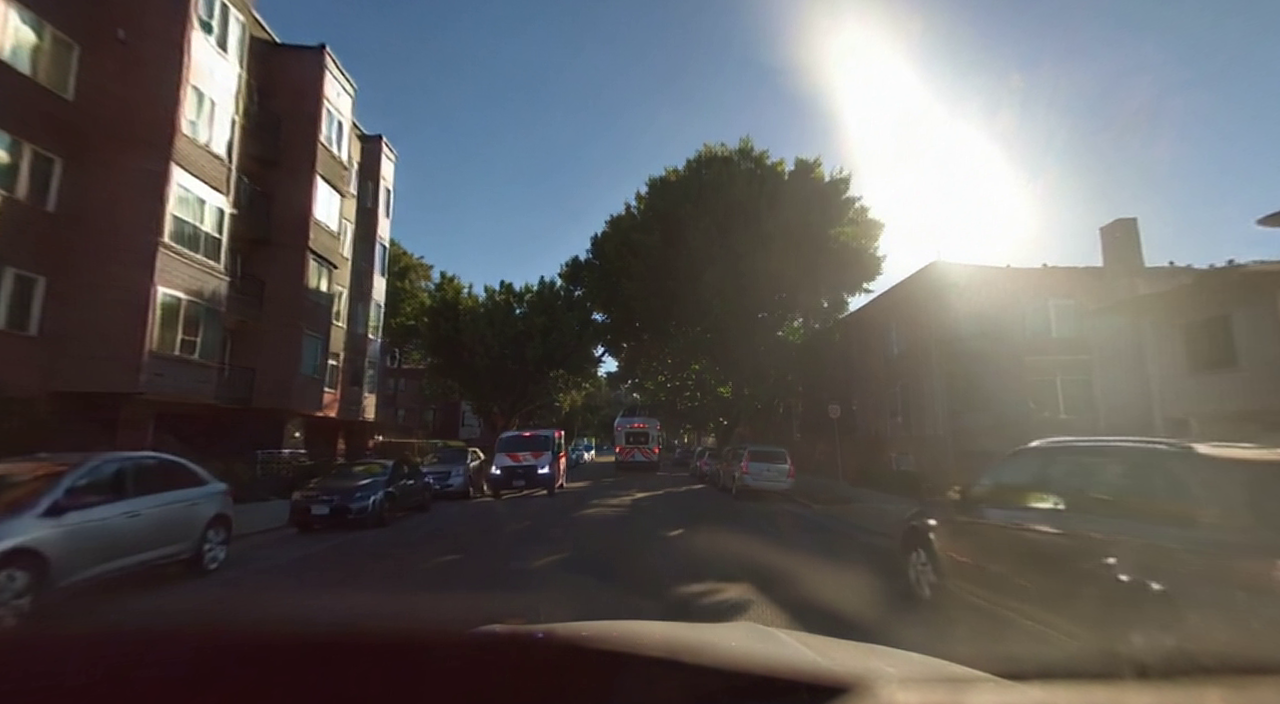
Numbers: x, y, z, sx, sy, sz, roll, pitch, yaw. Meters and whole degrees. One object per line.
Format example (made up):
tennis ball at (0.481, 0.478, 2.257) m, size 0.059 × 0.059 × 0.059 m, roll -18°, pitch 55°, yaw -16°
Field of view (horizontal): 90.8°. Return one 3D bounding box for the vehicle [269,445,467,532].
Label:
vehicle at (-5.326, 2.704, 13.235) m, size 2.047 × 1.471 × 4.647 m, roll 0°, pitch -8°, yaw 0°

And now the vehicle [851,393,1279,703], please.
vehicle at (3.317, 1.313, 4.224) m, size 2.155 × 1.553 × 4.738 m, roll 4°, pitch -9°, yaw -1°

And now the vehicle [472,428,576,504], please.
vehicle at (-2.985, 3.033, 17.224) m, size 2.029 × 1.802 × 4.229 m, roll 0°, pitch -8°, yaw 0°

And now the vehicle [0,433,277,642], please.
vehicle at (-5.671, 1.615, 5.970) m, size 1.903 × 1.506 × 4.622 m, roll -4°, pitch -8°, yaw -2°

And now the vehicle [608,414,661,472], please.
vehicle at (-0.417, 5.350, 36.959) m, size 2.754 × 3.008 × 7.730 m, roll 0°, pitch -8°, yaw -2°

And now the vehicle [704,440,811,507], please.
vehicle at (3.271, 3.455, 18.453) m, size 2.035 × 1.549 × 4.373 m, roll 5°, pitch -9°, yaw -2°
